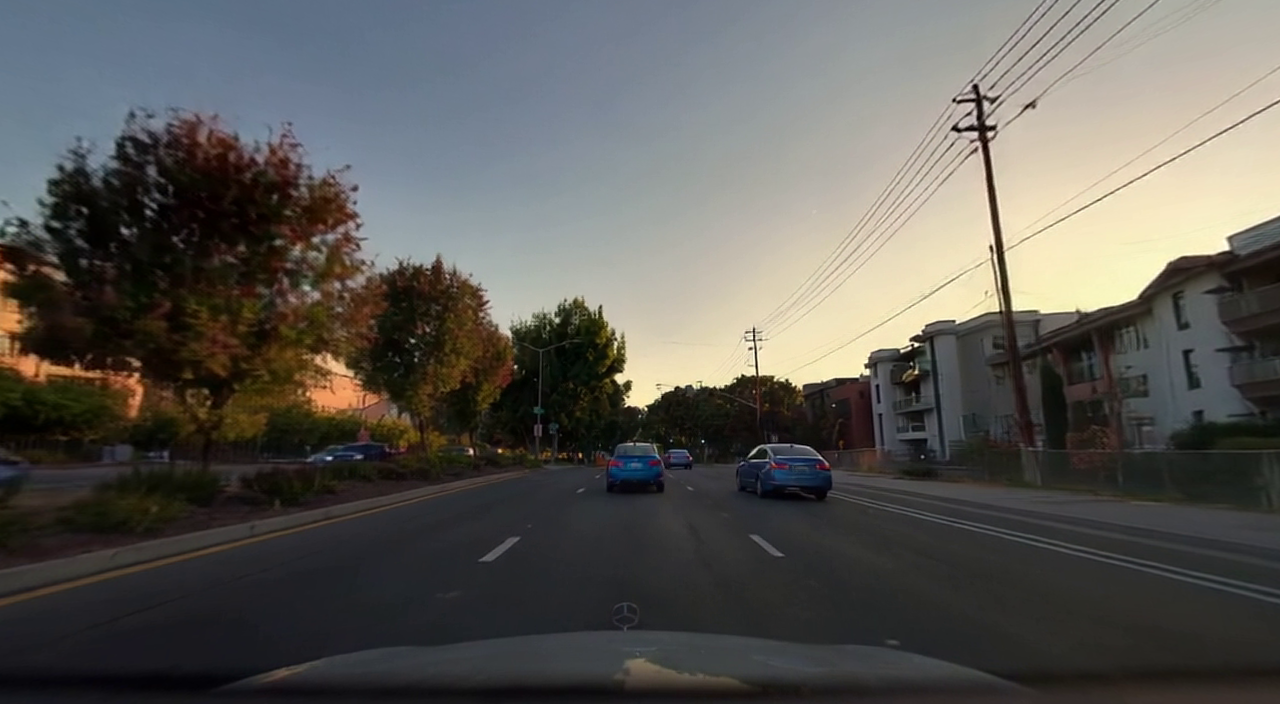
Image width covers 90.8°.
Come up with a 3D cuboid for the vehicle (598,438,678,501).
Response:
[{"bbox_3d":[-0.093,3.369,18.539,2.073,1.606,3.933,0,-8,-1],"label":"vehicle"}]

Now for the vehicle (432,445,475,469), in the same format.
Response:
[{"bbox_3d":[-14.388,8.104,49.082,2.064,1.745,4.495,0,-8,-1],"label":"vehicle"}]

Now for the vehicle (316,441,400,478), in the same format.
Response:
[{"bbox_3d":[-13.625,5.192,30.864,1.982,1.639,4.553,0,-8,0],"label":"vehicle"}]

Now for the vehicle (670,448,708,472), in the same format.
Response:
[{"bbox_3d":[3.147,7.044,41.545,2.054,1.461,4.321,0,-8,-1],"label":"vehicle"}]

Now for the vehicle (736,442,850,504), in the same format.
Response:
[{"bbox_3d":[4.199,3.387,18.140,2.086,1.534,4.351,0,-8,-1],"label":"vehicle"}]
